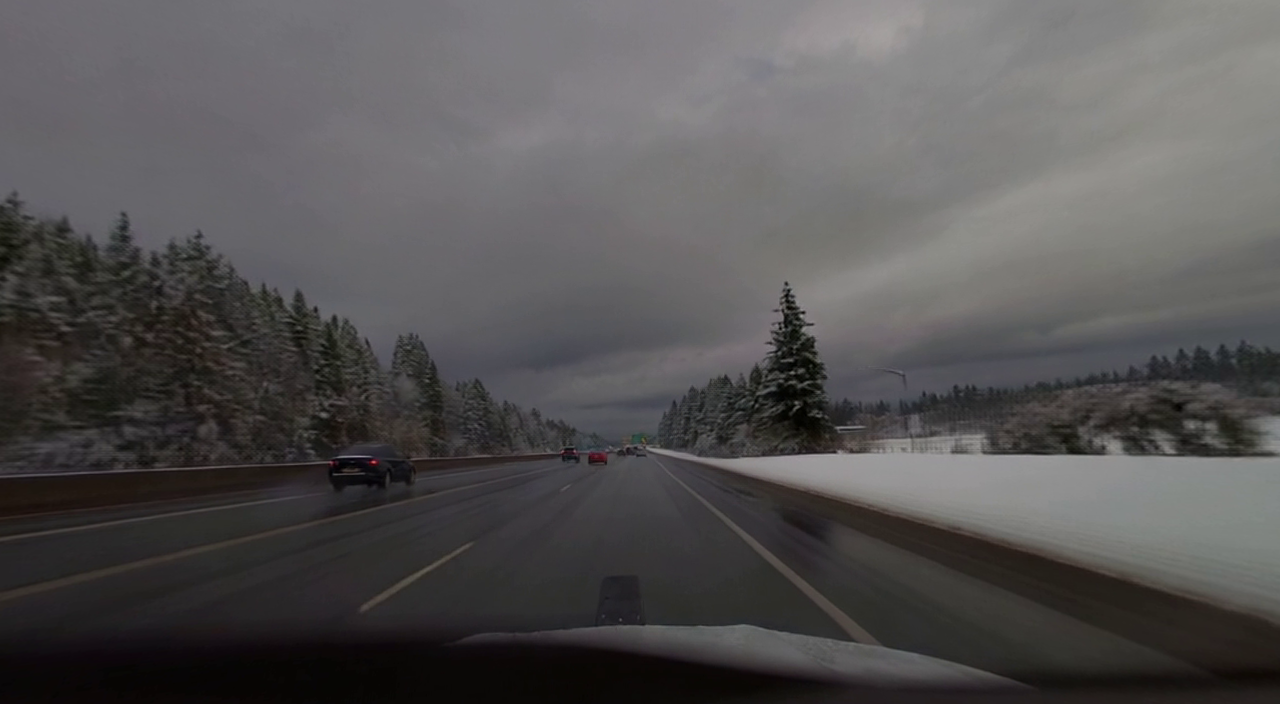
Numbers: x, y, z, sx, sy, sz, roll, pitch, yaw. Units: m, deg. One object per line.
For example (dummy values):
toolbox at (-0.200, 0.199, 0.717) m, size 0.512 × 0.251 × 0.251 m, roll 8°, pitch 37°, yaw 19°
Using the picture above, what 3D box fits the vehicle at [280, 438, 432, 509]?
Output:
vehicle at (-7.223, 3.110, 16.593) m, size 2.007 × 1.616 × 4.141 m, roll 0°, pitch -9°, yaw 1°
